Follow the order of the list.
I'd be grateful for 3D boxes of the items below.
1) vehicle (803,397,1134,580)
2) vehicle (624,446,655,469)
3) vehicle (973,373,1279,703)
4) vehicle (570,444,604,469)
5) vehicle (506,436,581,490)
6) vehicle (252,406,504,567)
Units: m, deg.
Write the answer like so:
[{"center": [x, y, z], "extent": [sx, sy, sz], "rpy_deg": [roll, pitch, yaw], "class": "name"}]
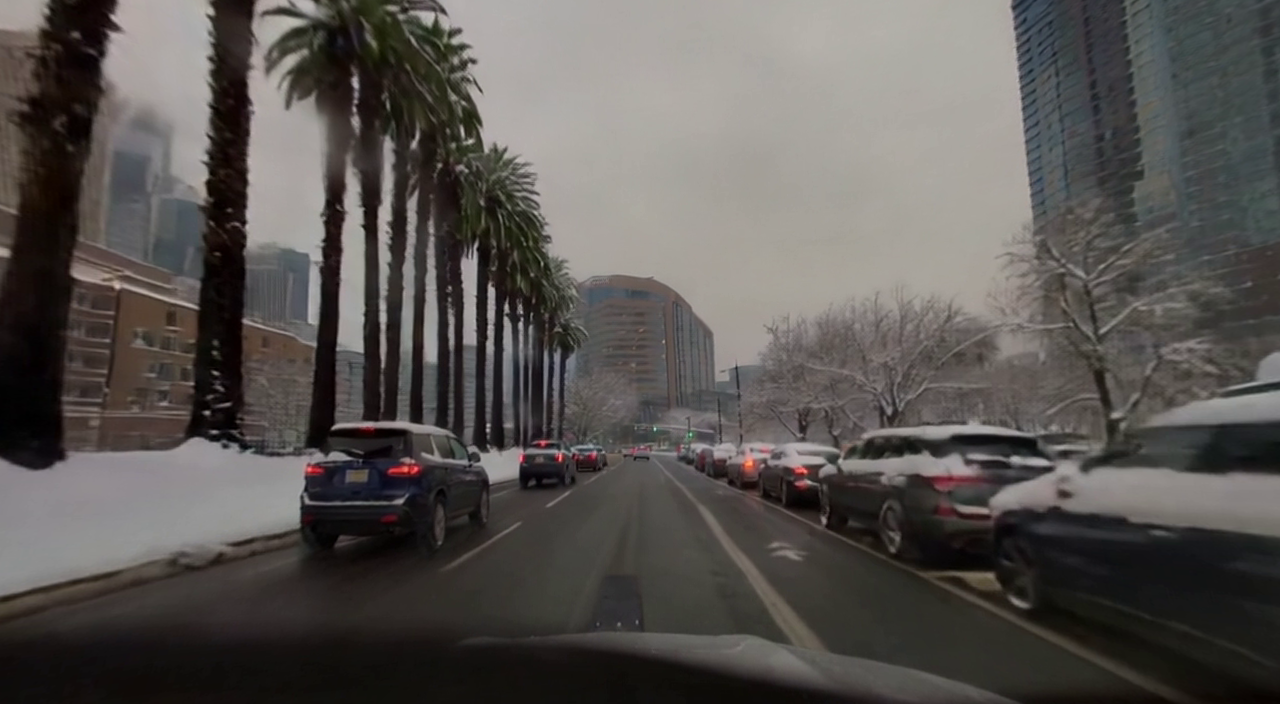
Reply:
[{"center": [4.134, 1.828, 9.238], "extent": [2.035, 1.902, 5.079], "rpy_deg": [0, -9, -1], "class": "vehicle"}, {"center": [-0.085, 7.318, 43.844], "extent": [2.036, 1.461, 3.890], "rpy_deg": [0, -9, -2], "class": "vehicle"}, {"center": [4.164, 1.044, 3.542], "extent": [1.965, 1.735, 4.835], "rpy_deg": [0, -9, 1], "class": "vehicle"}, {"center": [-3.549, 7.121, 42.982], "extent": [1.955, 1.637, 4.243], "rpy_deg": [0, -9, 0], "class": "vehicle"}, {"center": [-3.367, 3.986, 22.886], "extent": [2.014, 1.740, 4.392], "rpy_deg": [0, -9, 1], "class": "vehicle"}, {"center": [-3.407, 1.839, 9.243], "extent": [1.800, 1.797, 4.224], "rpy_deg": [0, -9, 1], "class": "vehicle"}]
